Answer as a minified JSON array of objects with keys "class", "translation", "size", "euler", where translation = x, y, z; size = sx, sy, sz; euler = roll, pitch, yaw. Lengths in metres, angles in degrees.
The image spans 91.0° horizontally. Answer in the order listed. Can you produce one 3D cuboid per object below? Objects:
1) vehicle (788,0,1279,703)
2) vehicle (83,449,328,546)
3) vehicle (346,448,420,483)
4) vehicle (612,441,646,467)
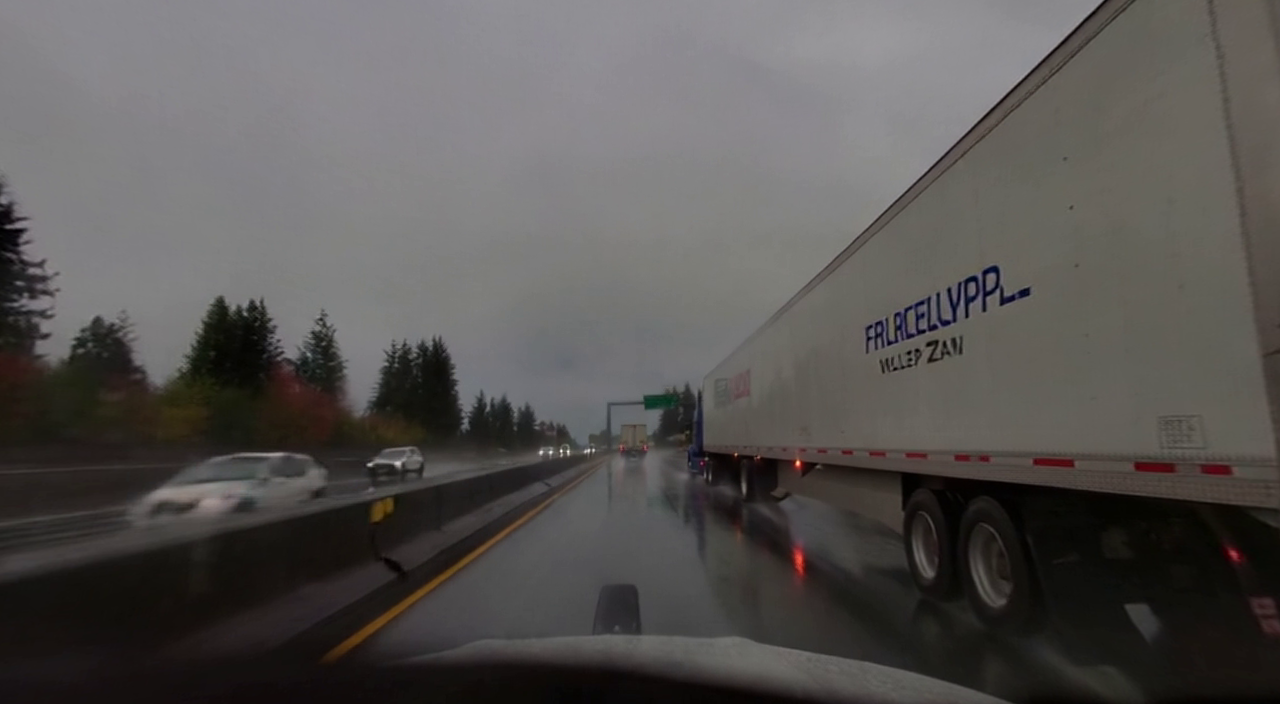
[{"class":"vehicle","translation":[4.237,0.232,6.796],"size":[2.853,4.086,9.078],"euler":[0,-8,-1]},{"class":"vehicle","translation":[-8.376,2.776,12.731],"size":[1.986,1.522,4.181],"euler":[-1,-8,-1]},{"class":"vehicle","translation":[-12.442,5.488,30.697],"size":[1.995,1.524,3.877],"euler":[-1,-8,-1]},{"class":"vehicle","translation":[-0.661,6.068,37.662],"size":[1.943,1.491,3.459],"euler":[0,-8,-1]}]
